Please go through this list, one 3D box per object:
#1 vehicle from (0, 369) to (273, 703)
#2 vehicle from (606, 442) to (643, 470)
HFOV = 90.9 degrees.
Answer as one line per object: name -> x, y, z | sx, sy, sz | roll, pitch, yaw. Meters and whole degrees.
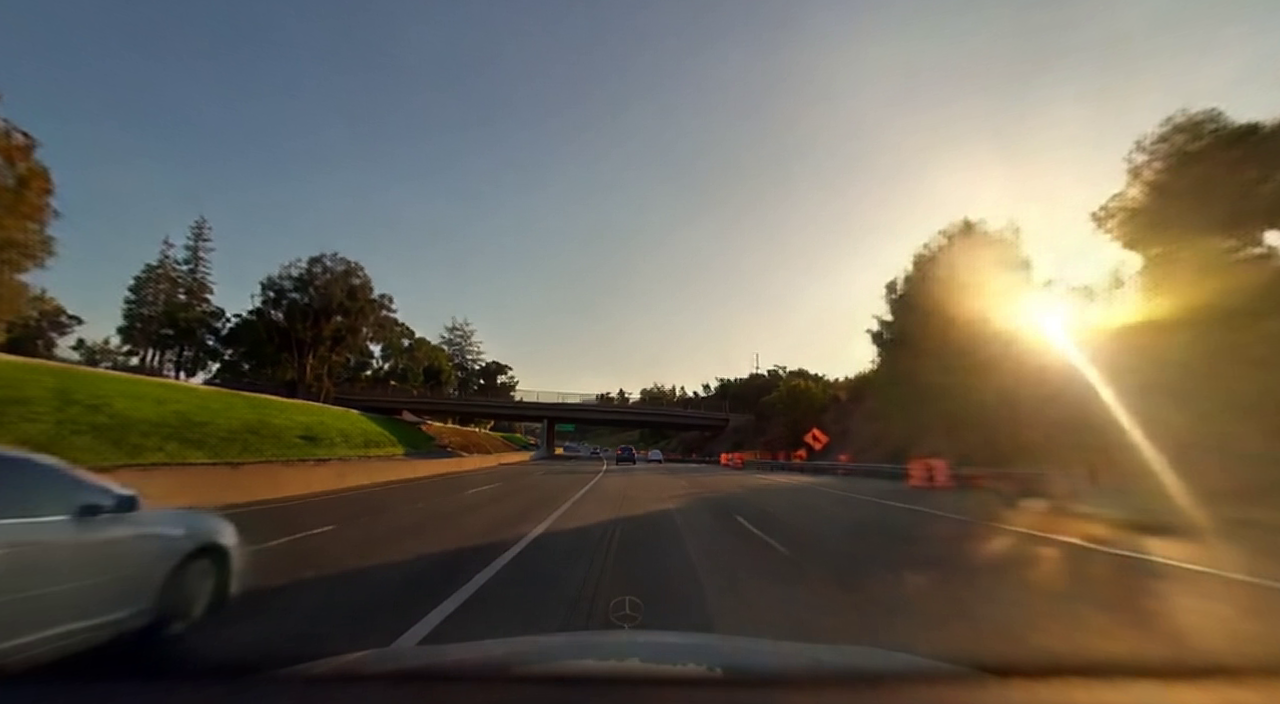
vehicle -> -3.840, 0.848, 2.299 | 2.114, 1.650, 4.730 | 0, -8, 0
vehicle -> -1.126, 7.067, 43.043 | 2.328, 1.805, 4.502 | 0, -8, -3
